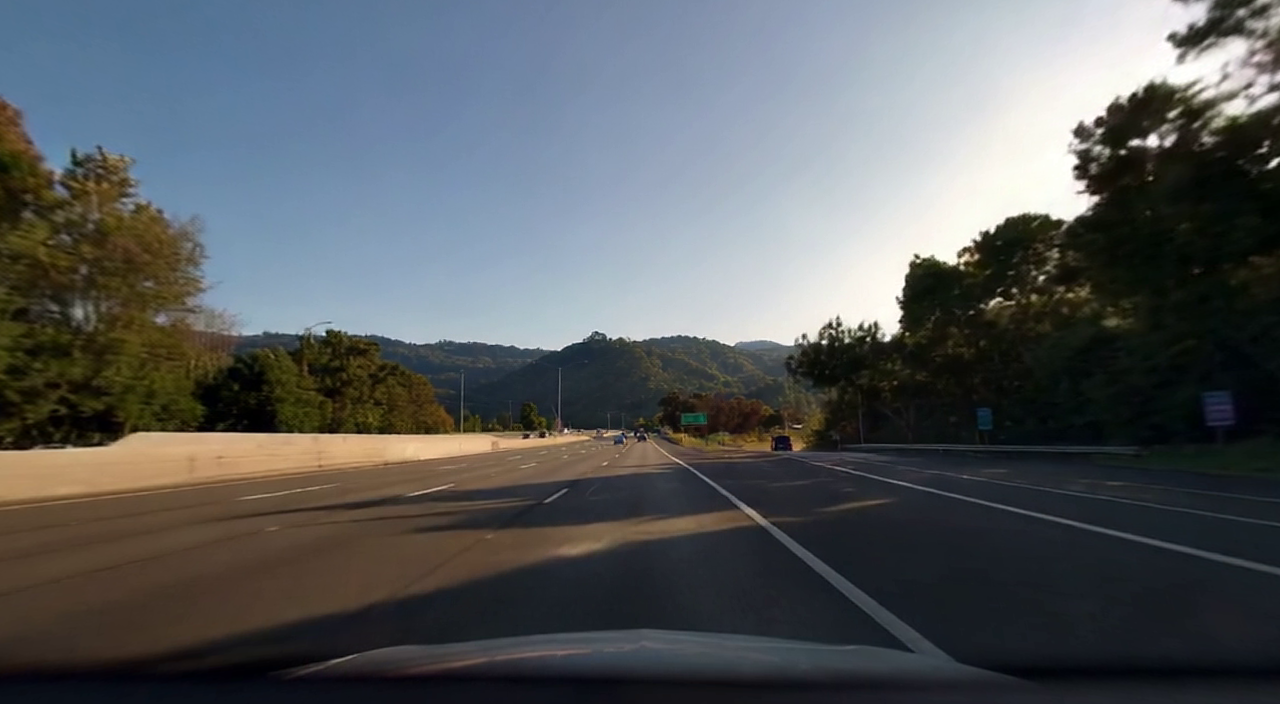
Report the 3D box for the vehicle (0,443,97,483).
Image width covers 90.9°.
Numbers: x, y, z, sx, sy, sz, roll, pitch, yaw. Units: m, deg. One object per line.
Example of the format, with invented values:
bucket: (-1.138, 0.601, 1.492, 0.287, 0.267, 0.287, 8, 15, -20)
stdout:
vehicle: (-28.120, 5.061, 29.125, 1.958, 1.651, 4.585, 0, -8, 0)
